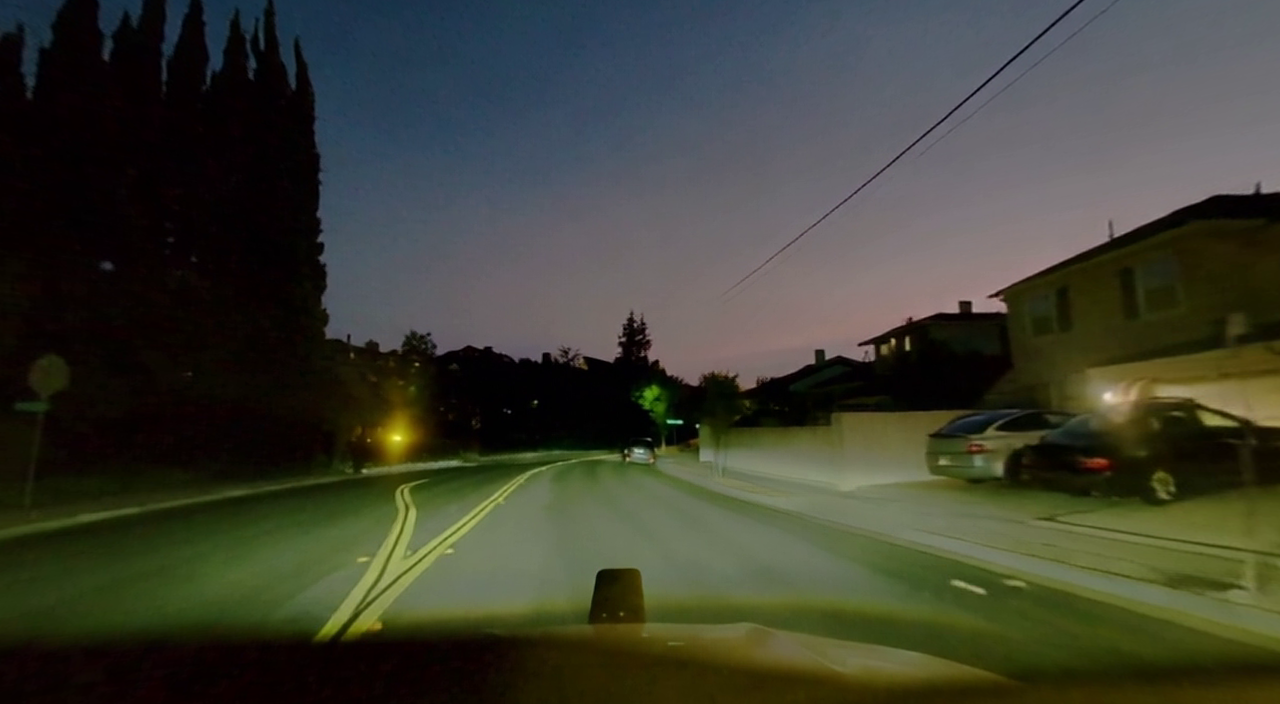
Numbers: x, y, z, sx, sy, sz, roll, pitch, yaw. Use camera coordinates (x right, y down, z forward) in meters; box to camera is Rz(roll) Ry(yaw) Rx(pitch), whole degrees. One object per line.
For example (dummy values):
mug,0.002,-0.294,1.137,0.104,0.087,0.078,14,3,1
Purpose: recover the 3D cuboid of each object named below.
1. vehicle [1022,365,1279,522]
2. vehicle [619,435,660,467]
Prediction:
vehicle,8.510,1.254,9.376,4.431,1.873,1.920,-3,-8,-8
vehicle,-0.097,5.313,33.992,1.984,1.601,3.994,0,-9,-3
